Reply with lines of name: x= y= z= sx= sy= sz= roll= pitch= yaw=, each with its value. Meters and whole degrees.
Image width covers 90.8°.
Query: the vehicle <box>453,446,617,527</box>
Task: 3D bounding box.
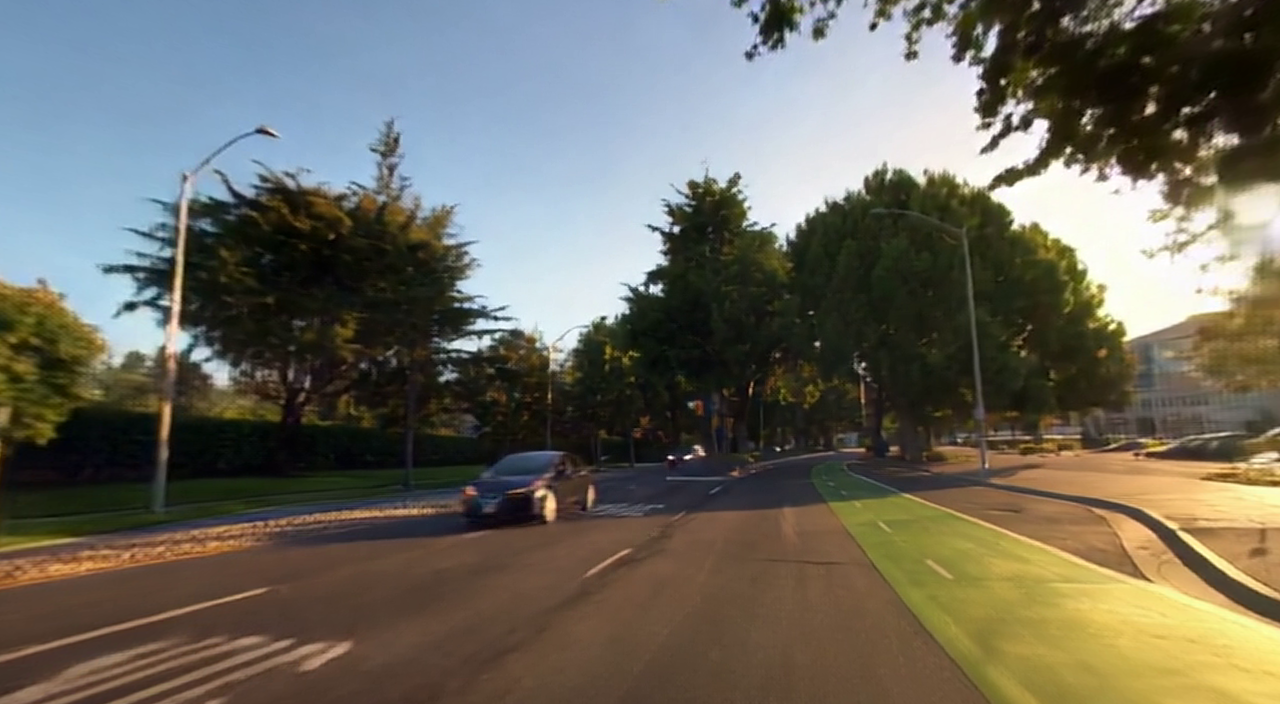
vehicle: x=-2.056 y=2.849 z=14.097 sx=2.071 sy=1.456 sz=4.663 roll=-2 pitch=-9 yaw=11

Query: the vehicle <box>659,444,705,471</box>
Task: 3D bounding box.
vehicle: x=2.950 y=7.160 z=43.046 sx=2.065 sy=1.744 sz=4.566 roll=-3 pitch=-9 yaw=18
